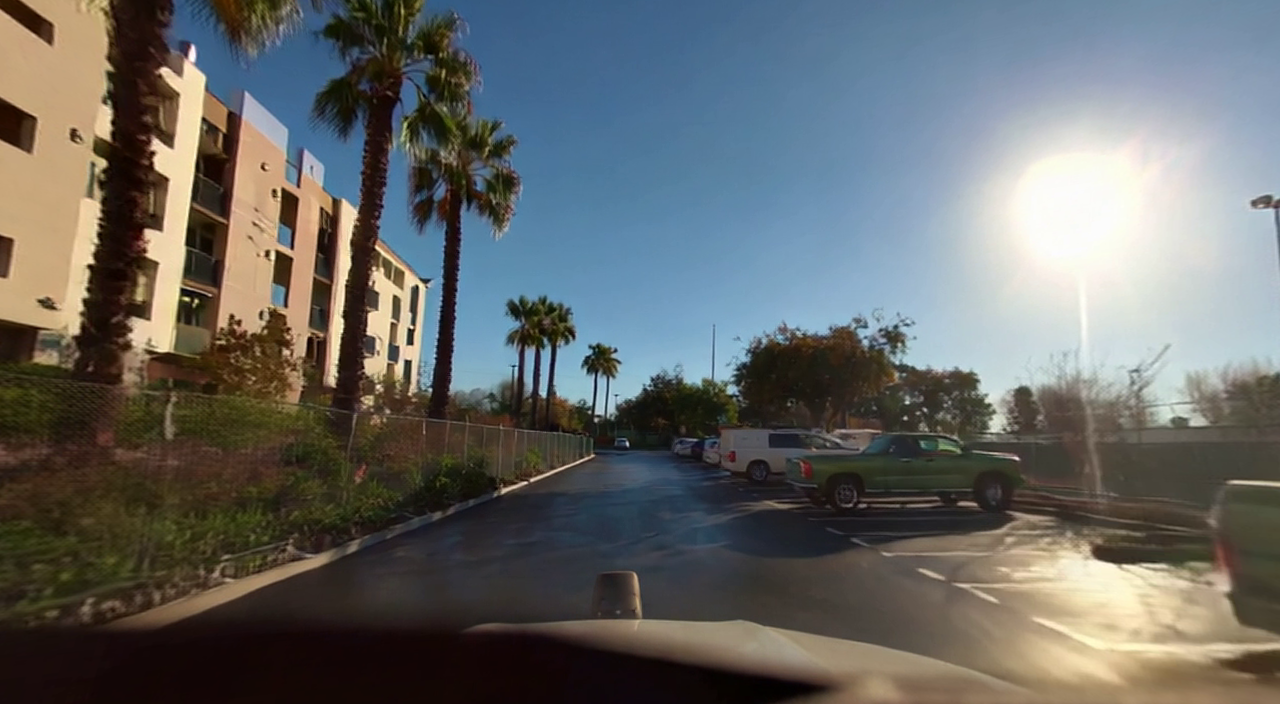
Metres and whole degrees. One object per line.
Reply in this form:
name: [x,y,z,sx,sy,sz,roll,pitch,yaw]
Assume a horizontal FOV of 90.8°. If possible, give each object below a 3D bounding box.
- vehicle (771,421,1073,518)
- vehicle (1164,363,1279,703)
vehicle: [5.711,2.420,13.327,5.381,1.826,2.047,0,-9,-4]
vehicle: [5.037,0.881,2.236,4.803,1.520,1.894,3,-7,-2]
